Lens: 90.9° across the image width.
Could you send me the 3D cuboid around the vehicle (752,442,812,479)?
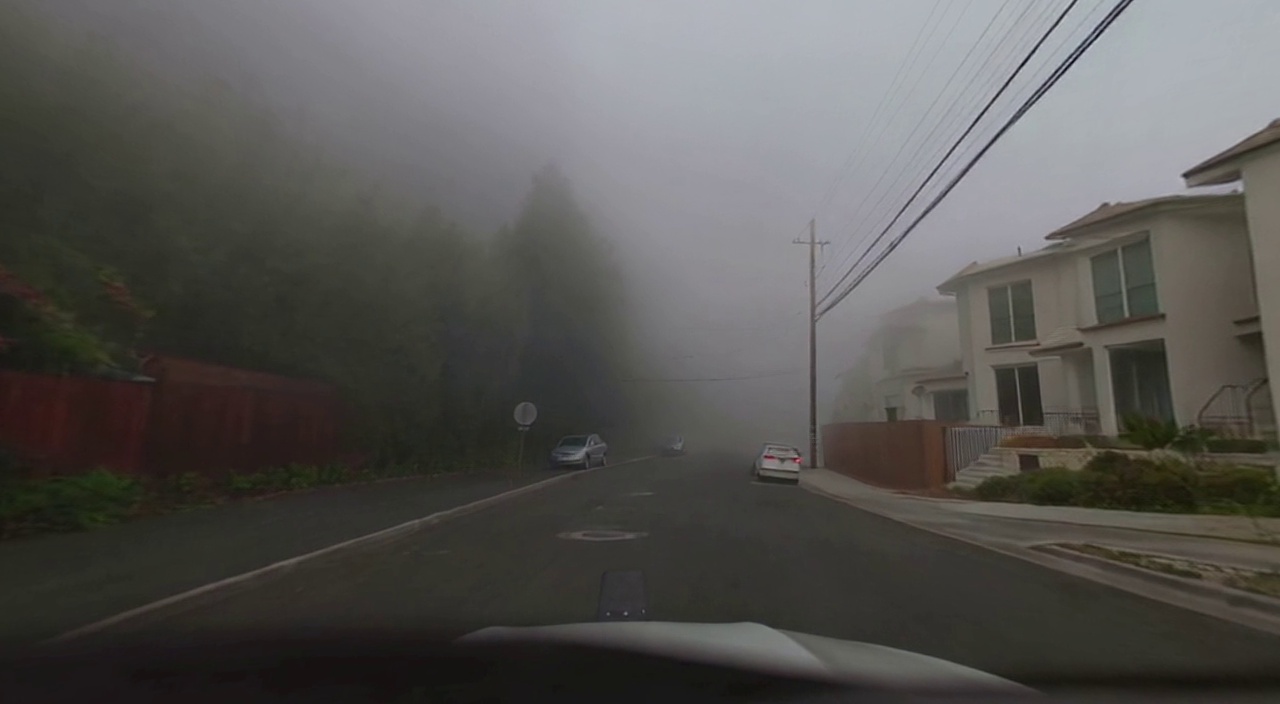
[{"bbox_3d":[6.249,4.792,28.283,2.151,1.468,5.066,-1,-8,8],"label":"vehicle"}]
